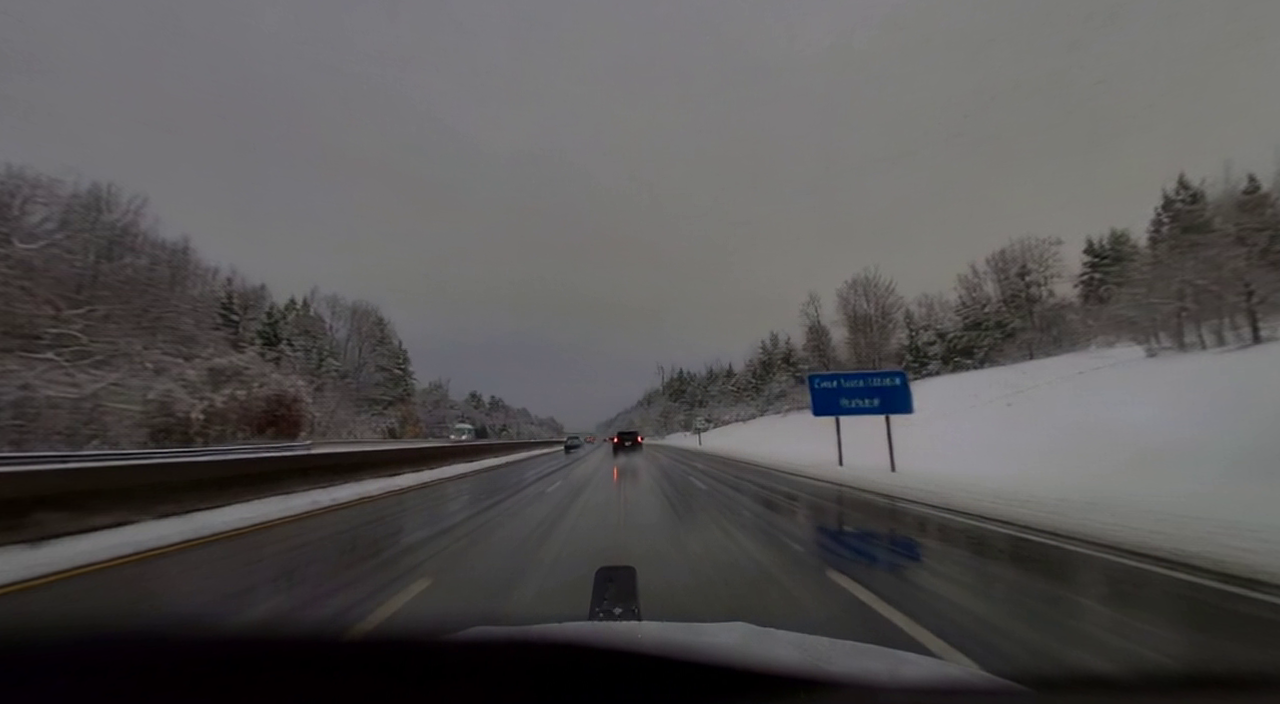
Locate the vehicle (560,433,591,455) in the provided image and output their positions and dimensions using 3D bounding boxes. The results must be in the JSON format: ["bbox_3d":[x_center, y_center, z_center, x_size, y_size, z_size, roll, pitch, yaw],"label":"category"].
[{"bbox_3d":[-4.853,6.954,47.864,2.062,1.567,4.117,0,-8,-1],"label":"vehicle"}]

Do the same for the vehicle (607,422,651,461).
[{"bbox_3d":[-0.623,4.869,34.360,2.223,1.957,4.416,0,-8,-1],"label":"vehicle"}]
